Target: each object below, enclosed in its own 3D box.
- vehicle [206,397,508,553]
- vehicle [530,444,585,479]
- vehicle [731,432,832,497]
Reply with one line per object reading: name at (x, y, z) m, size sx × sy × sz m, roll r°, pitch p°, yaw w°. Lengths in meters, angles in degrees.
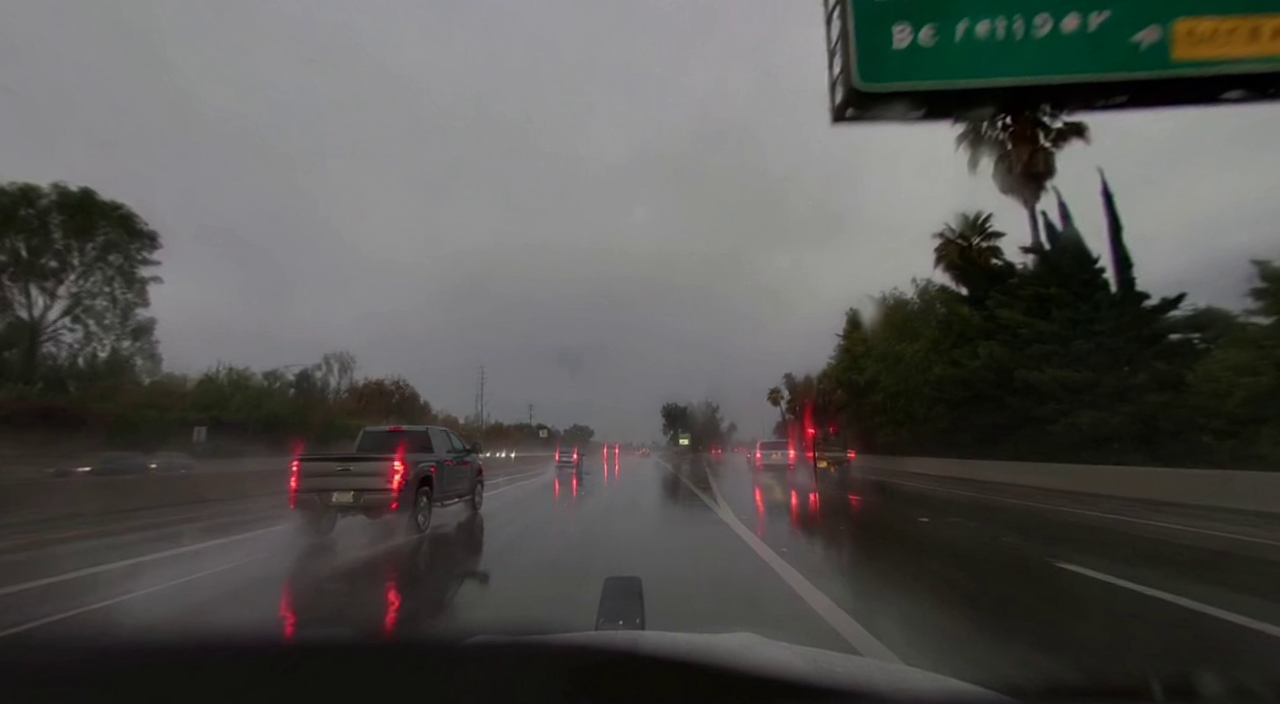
vehicle at (-4.175, 1.990, 10.906) m, size 2.420 × 1.937 × 5.916 m, roll 0°, pitch -9°, yaw 1°
vehicle at (-3.925, 5.303, 30.810) m, size 2.052 × 1.545 × 4.470 m, roll 0°, pitch -9°, yaw 1°
vehicle at (4.342, 3.539, 20.262) m, size 2.303 × 1.791 × 5.247 m, roll -1°, pitch -9°, yaw 3°
